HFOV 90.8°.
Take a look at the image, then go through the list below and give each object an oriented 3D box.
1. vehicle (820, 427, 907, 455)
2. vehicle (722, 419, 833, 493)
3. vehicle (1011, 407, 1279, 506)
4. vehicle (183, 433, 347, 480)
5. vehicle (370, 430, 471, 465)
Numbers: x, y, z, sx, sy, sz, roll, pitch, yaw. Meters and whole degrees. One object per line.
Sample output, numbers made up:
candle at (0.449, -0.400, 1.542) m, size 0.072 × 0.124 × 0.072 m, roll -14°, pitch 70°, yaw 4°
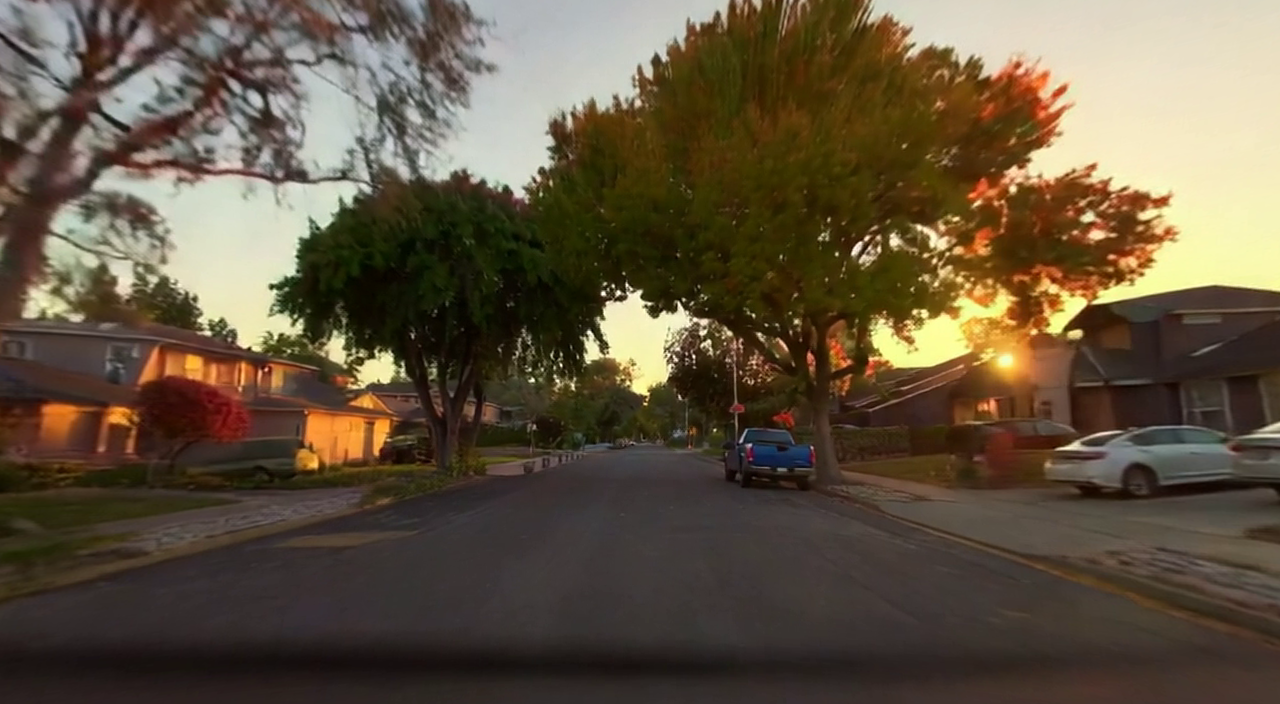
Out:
vehicle at (13.276, 5.331, 37.731) m, size 4.486 × 1.579 × 1.880 m, roll -1°, pitch -9°, yaw 4°
vehicle at (4.076, 3.239, 19.975) m, size 2.313 × 1.962 × 6.029 m, roll 0°, pitch -8°, yaw 2°
vehicle at (10.842, 2.147, 13.277) m, size 4.622 × 1.505 × 2.168 m, roll -6°, pitch -8°, yaw 1°
vehicle at (-12.418, 3.478, 21.121) m, size 4.225 × 1.498 × 1.917 m, roll 0°, pitch -8°, yaw 2°
vehicle at (-12.015, 5.267, 34.803) m, size 4.807 × 1.846 × 2.024 m, roll -1°, pitch -9°, yaw 4°
